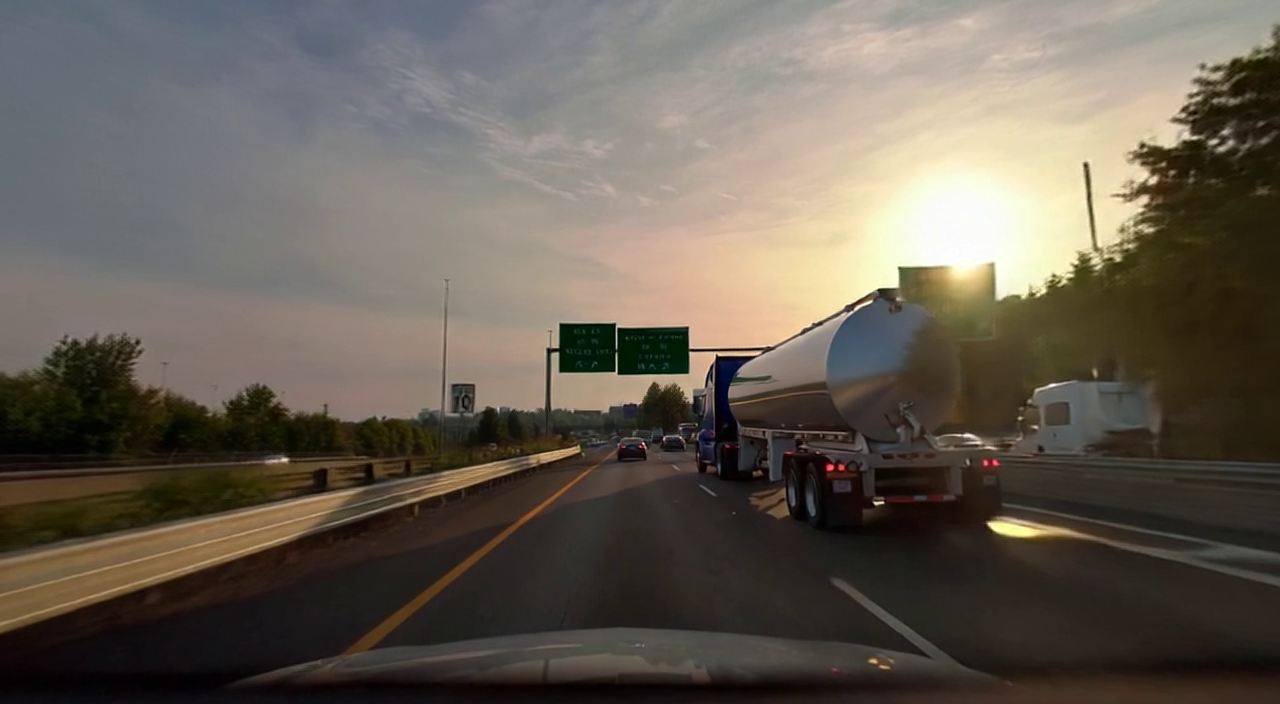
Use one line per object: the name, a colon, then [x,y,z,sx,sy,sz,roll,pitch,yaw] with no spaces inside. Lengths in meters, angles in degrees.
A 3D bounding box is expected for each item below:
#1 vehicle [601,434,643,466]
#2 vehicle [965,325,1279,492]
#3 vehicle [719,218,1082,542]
vehicle: [-0.867,4.902,31.773,2.000,1.510,3.518,0,-8,-1]
vehicle: [15.259,2.051,20.699,2.878,4.124,10.050,1,-8,-6]
vehicle: [3.640,0.899,12.176,2.826,3.905,9.262,0,-8,-1]
